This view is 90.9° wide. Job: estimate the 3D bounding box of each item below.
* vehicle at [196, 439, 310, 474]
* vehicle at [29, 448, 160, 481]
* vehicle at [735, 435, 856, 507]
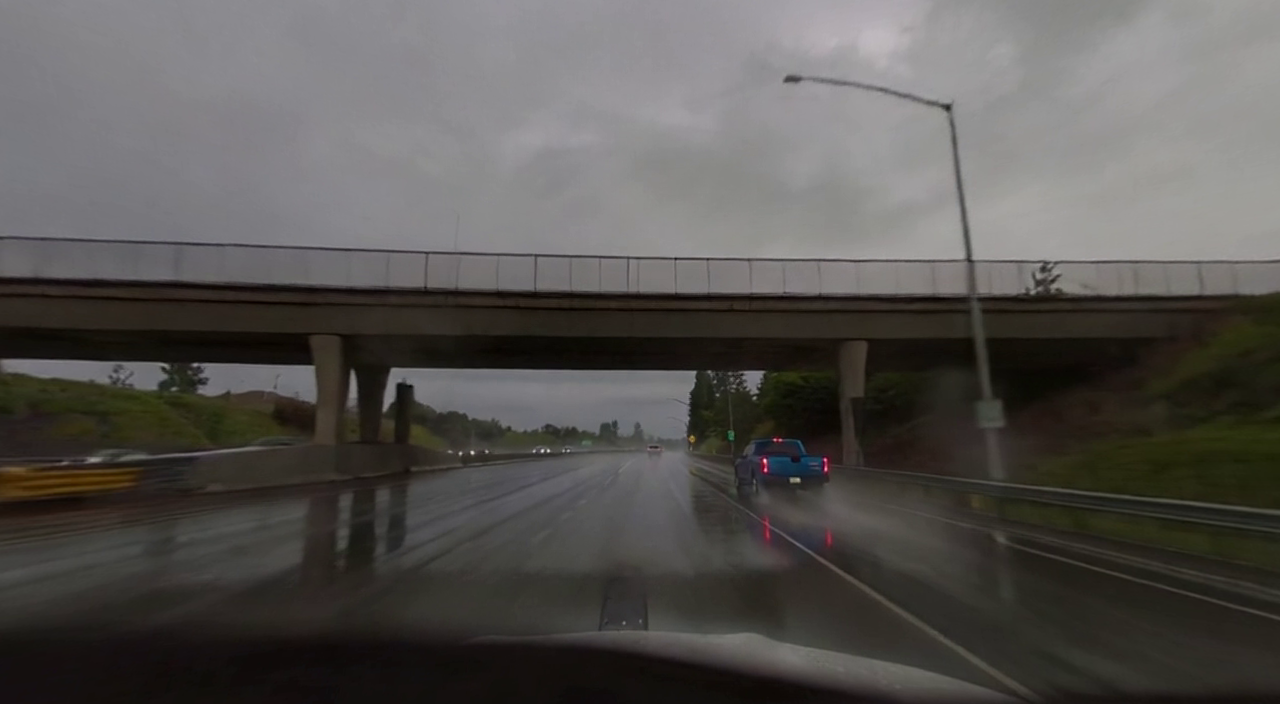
[{"bbox_3d":[-19.570,5.297,32.248,2.223,1.640,5.332,-1,-9,3],"label":"vehicle"},{"bbox_3d":[-26.724,5.497,31.182,1.913,1.502,5.002,0,-9,2],"label":"vehicle"},{"bbox_3d":[3.940,3.109,16.990,2.010,1.637,4.940,0,-9,0],"label":"vehicle"}]
